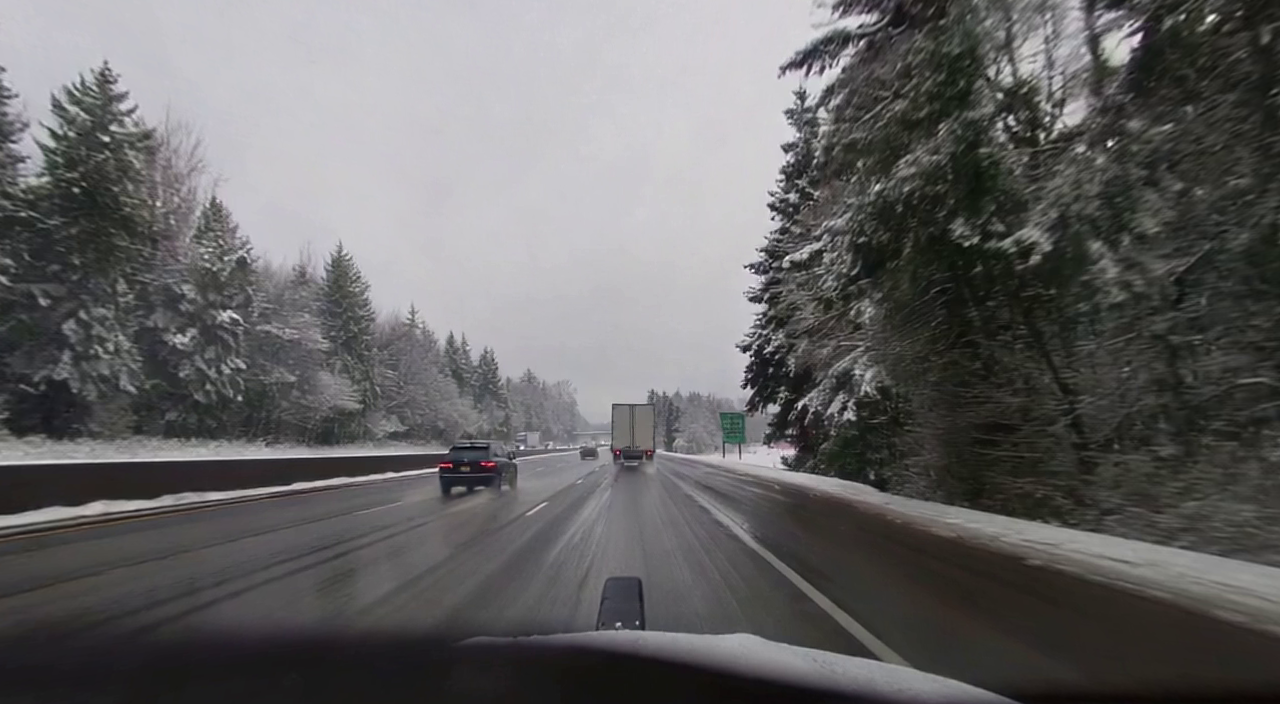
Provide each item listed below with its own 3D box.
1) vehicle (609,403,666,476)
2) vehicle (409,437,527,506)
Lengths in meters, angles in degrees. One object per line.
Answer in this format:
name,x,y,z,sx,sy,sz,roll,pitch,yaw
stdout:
vehicle,-0.302,5.564,39.359,2.976,3.800,12.335,0,-9,-1
vehicle,-4.330,3.086,16.597,1.964,1.556,4.071,0,-9,0
